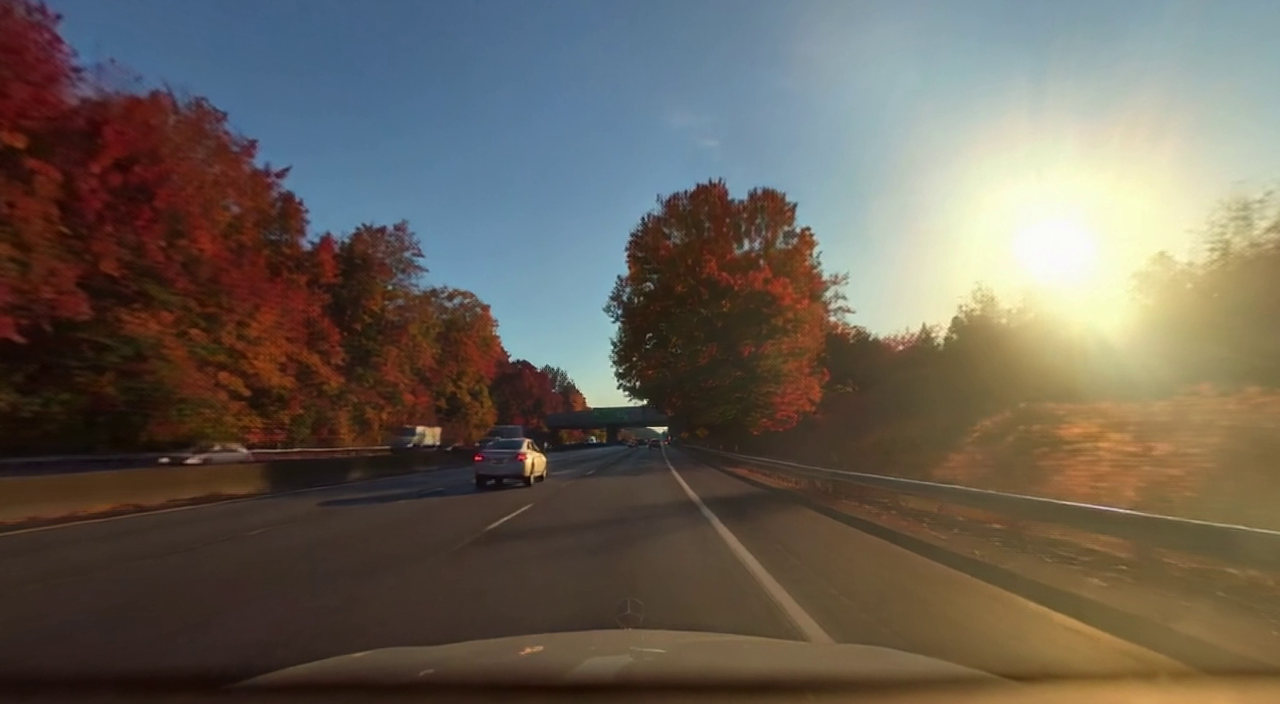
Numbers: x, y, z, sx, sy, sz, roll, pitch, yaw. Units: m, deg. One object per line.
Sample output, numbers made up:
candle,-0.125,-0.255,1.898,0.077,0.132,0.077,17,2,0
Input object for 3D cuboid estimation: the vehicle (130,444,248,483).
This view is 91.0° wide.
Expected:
vehicle,-19.571,4.818,27.578,1.836,1.528,4.456,0,-8,1

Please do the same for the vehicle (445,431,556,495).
vehicle,-3.905,3.197,18.556,2.123,1.643,4.479,0,-8,2
